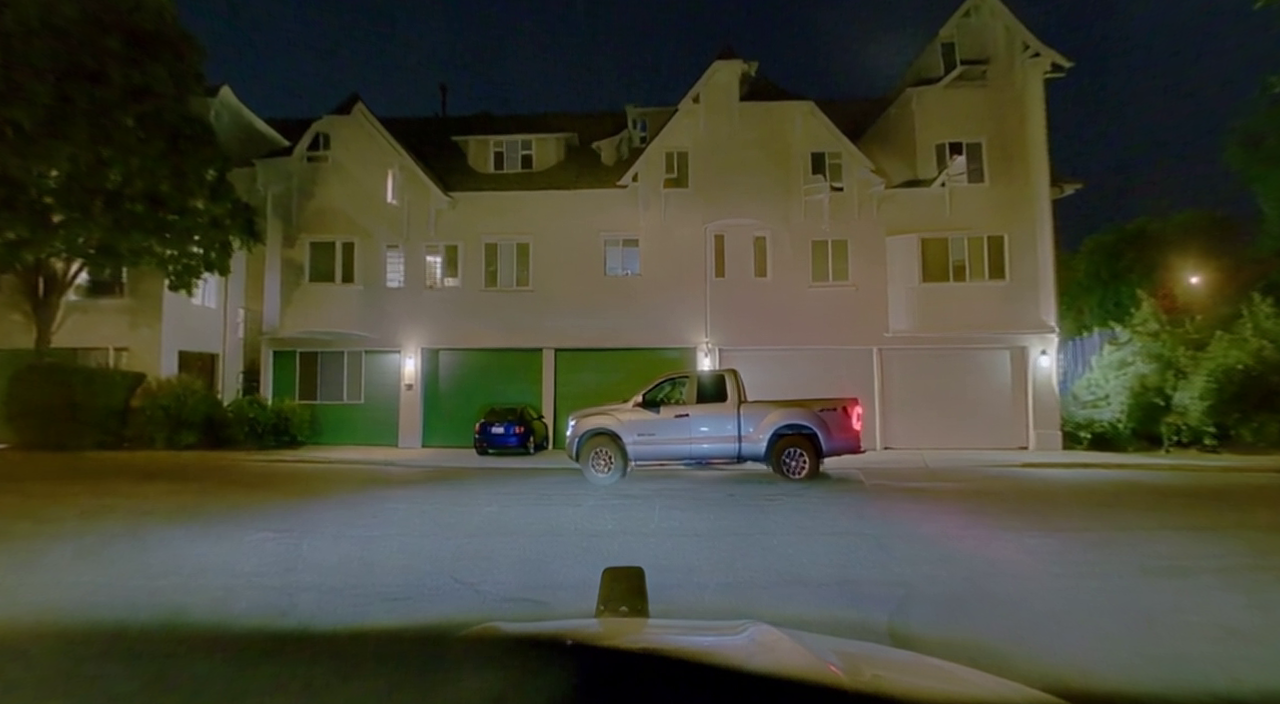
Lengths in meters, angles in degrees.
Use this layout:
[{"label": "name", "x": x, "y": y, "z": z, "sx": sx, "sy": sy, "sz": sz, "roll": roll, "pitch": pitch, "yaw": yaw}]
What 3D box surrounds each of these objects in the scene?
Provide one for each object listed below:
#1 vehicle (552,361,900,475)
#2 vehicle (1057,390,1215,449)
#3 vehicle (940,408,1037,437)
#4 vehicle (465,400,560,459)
[{"label": "vehicle", "x": 1.413, "y": 1.232, "z": 11.403, "sx": 5.600, "sy": 1.835, "sz": 2.161, "roll": -1, "pitch": -8, "yaw": 3}, {"label": "vehicle", "x": 16.704, "y": 2.338, "z": 21.413, "sx": 3.770, "sy": 1.496, "sz": 1.951, "roll": 6, "pitch": -9, "yaw": 4}, {"label": "vehicle", "x": 17.668, "y": 3.598, "z": 32.105, "sx": 3.897, "sy": 1.416, "sz": 1.703, "roll": -1, "pitch": -8, "yaw": 4}, {"label": "vehicle", "x": -3.919, "y": 2.368, "z": 20.027, "sx": 1.869, "sy": 1.460, "sz": 3.826, "roll": -3, "pitch": -2, "yaw": 5}]
